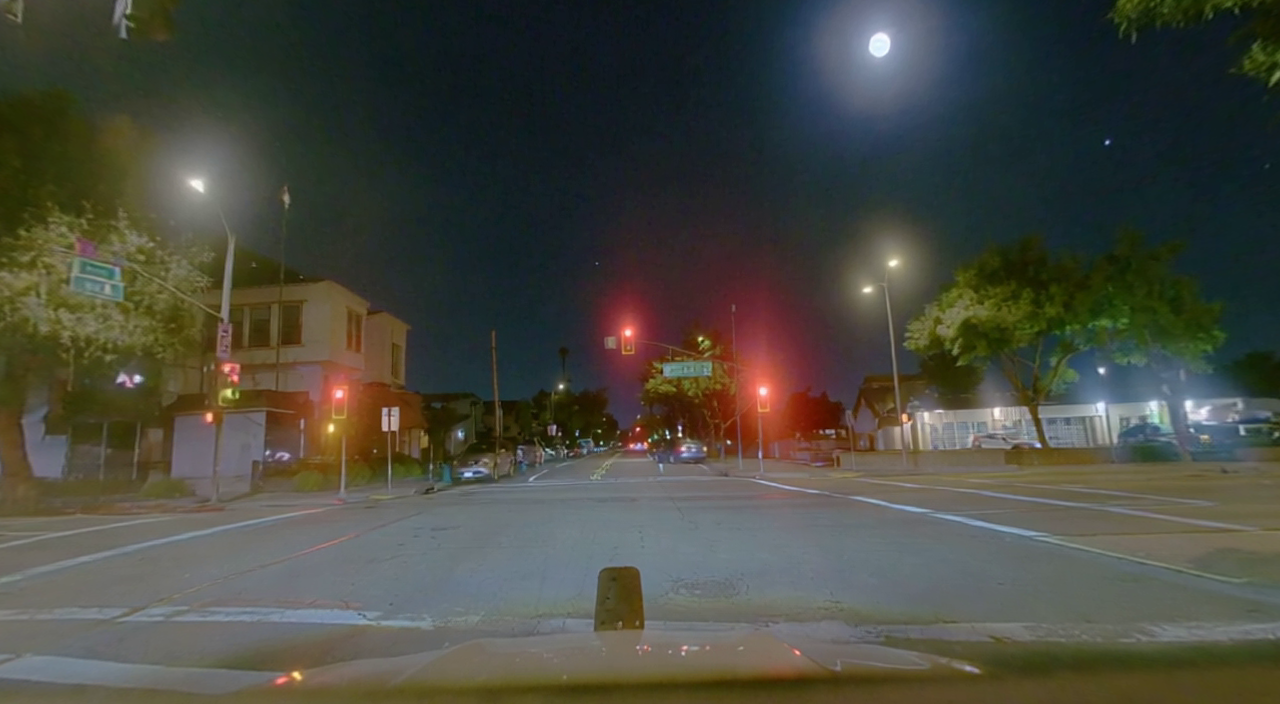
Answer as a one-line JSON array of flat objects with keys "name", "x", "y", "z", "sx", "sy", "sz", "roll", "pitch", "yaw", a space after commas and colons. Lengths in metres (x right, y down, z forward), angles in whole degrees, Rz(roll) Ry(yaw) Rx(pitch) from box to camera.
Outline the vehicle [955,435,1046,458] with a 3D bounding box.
[{"name": "vehicle", "x": 24.971, "y": 6.553, "z": 43.829, "sx": 5.172, "sy": 1.515, "sz": 1.851, "roll": 0, "pitch": -9, "yaw": -2}]

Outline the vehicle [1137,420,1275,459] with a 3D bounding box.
[{"name": "vehicle", "x": 33.268, "y": 5.158, "z": 37.229, "sx": 5.969, "sy": 2.149, "sz": 2.331, "roll": 0, "pitch": -9, "yaw": -3}]

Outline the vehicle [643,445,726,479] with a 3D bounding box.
[{"name": "vehicle", "x": 2.067, "y": 5.321, "z": 30.899, "sx": 2.056, "sy": 1.493, "sz": 4.535, "roll": 4, "pitch": -9, "yaw": -25}]

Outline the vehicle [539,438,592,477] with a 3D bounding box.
[{"name": "vehicle", "x": -3.647, "y": 5.277, "z": 31.914, "sx": 2.120, "sy": 1.783, "sz": 4.788, "roll": 0, "pitch": -9, "yaw": 0}]

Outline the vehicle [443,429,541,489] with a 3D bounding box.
[{"name": "vehicle", "x": -6.499, "y": 4.832, "z": 28.967, "sx": 2.896, "sy": 2.339, "sz": 7.322, "roll": 0, "pitch": -9, "yaw": -1}]
